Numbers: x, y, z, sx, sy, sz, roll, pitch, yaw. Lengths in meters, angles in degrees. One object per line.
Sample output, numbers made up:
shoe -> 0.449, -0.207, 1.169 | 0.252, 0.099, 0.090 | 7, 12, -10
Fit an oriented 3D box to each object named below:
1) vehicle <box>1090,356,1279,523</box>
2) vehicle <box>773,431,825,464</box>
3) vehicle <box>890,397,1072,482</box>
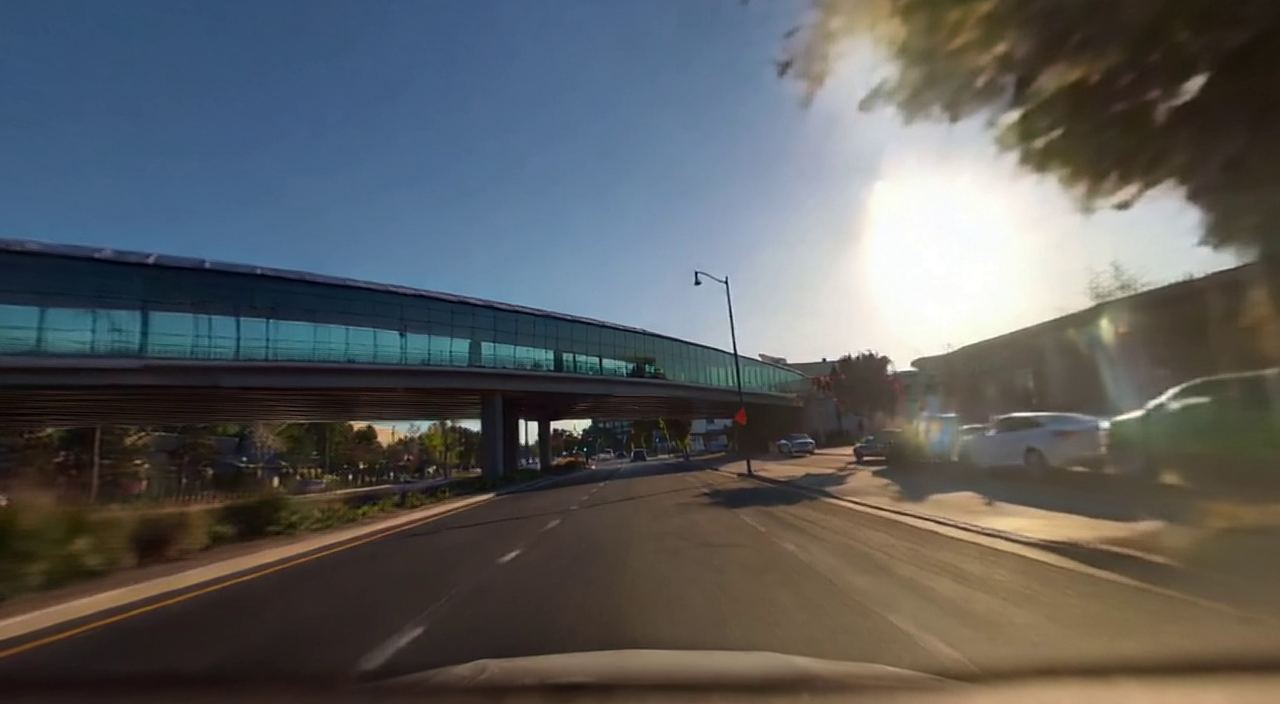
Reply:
vehicle -> 10.035, 1.175, 8.747 | 2.445, 2.272, 6.461 | -2, -9, -2
vehicle -> 10.848, 6.575, 43.166 | 2.244, 1.866, 4.603 | -7, -9, 0
vehicle -> 10.626, 2.887, 20.363 | 2.287, 1.953, 5.796 | -10, -9, -3
